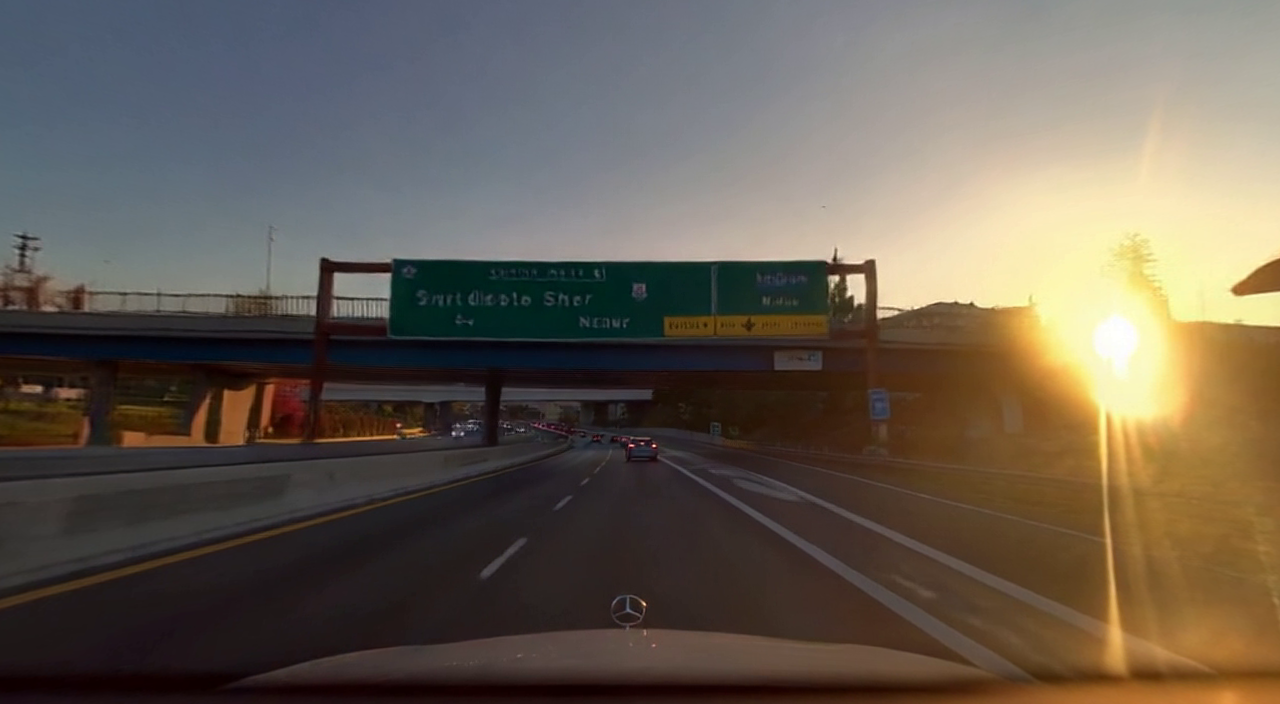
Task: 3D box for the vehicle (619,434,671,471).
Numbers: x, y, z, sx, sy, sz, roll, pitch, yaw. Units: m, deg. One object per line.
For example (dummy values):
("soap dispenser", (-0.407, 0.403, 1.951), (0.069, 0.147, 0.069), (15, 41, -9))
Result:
("vehicle", (0.215, 4.446, 28.019), (2.130, 1.512, 4.057), (0, -8, 0))
